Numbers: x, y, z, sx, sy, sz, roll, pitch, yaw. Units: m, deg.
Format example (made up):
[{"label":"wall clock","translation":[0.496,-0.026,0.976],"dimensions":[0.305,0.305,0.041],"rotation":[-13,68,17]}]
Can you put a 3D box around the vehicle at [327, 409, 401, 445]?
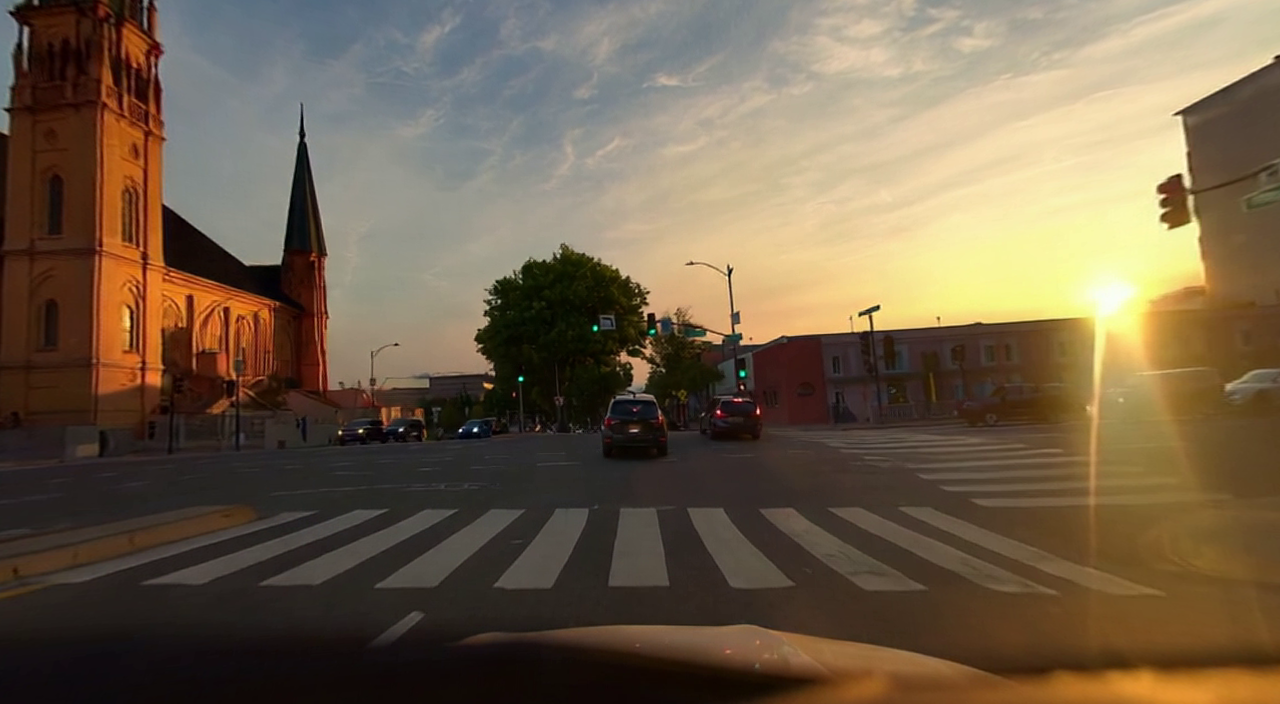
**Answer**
[{"label":"vehicle","translation":[-15.913,4.443,36.768],"dimensions":[1.969,1.896,5.404],"rotation":[1,-8,-2]}]

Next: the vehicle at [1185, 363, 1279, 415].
[{"label":"vehicle","translation":[24.769,1.501,24.962],"dimensions":[4.428,1.928,2.190],"rotation":[0,-6,-2]}]

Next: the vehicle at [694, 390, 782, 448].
[{"label":"vehicle","translation":[3.217,2.241,21.729],"dimensions":[2.080,1.735,4.650],"rotation":[0,-5,-3]}]

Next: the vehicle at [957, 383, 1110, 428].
[{"label":"vehicle","translation":[15.015,2.068,24.308],"dimensions":[4.488,1.475,2.083],"rotation":[-2,-5,-2]}]

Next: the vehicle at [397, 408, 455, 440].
[{"label":"vehicle","translation":[-12.958,4.420,38.521],"dimensions":[2.069,1.790,4.358],"rotation":[1,-8,-2]}]

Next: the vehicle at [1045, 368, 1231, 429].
[{"label":"vehicle","translation":[16.795,1.609,21.483],"dimensions":[4.512,1.734,2.143],"rotation":[-3,-6,-3]}]

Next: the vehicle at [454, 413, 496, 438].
[{"label":"vehicle","translation":[-12.711,5.733,48.935],"dimensions":[2.170,1.746,4.565],"rotation":[0,-9,-2]}]

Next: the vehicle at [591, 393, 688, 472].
[{"label":"vehicle","translation":[-0.125,1.948,16.250],"dimensions":[2.168,1.776,4.135],"rotation":[1,-4,-3]}]
